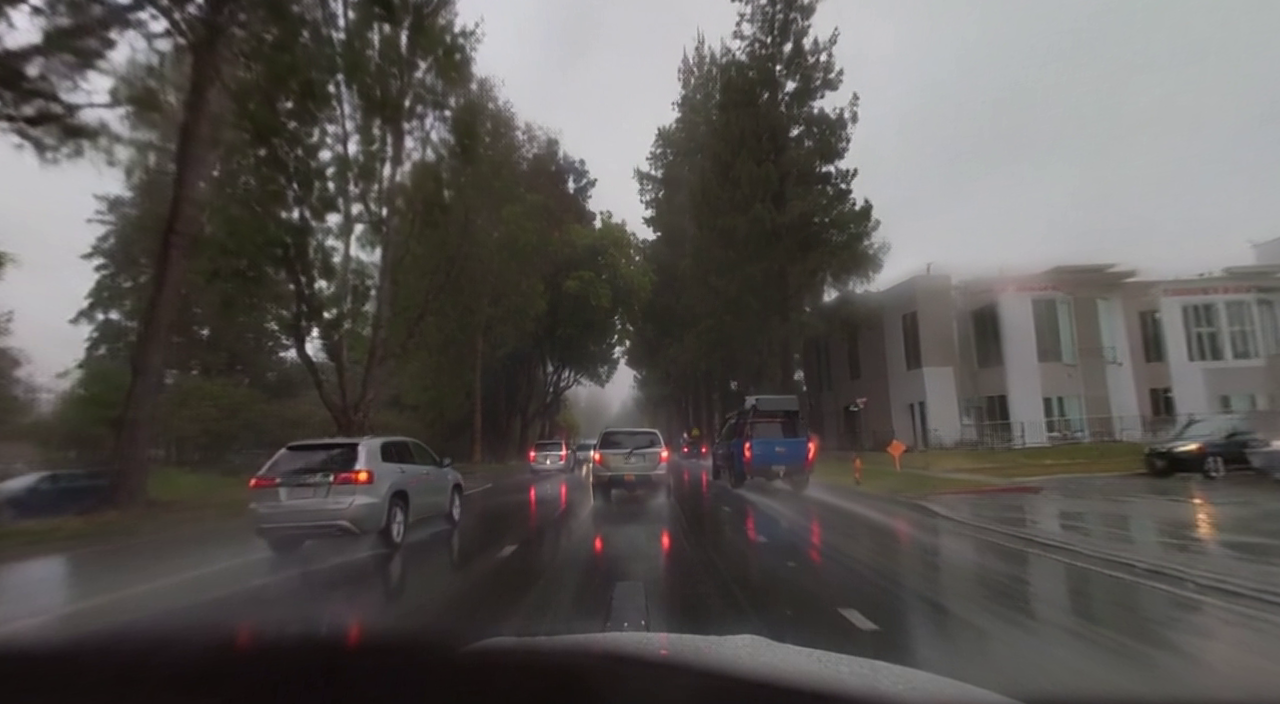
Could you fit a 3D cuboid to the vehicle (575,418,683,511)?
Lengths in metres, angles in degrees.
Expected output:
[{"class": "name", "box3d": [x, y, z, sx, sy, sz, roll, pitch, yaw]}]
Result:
[{"class": "vehicle", "box3d": [-0.181, 2.471, 14.243, 2.075, 1.770, 4.018, 0, -8, 1]}]

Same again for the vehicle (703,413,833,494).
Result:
[{"class": "vehicle", "box3d": [3.581, 3.045, 19.206, 2.655, 2.054, 6.098, 0, -8, 0]}]

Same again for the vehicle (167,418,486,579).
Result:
[{"class": "vehicle", "box3d": [-3.780, 1.840, 8.821, 1.959, 1.614, 4.676, 0, -8, 1]}]

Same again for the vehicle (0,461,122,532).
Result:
[{"class": "vehicle", "box3d": [-14.789, 3.286, 14.390, 2.001, 1.441, 4.488, 0, -8, 2]}]

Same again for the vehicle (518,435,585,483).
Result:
[{"class": "vehicle", "box3d": [-3.261, 4.014, 23.904, 1.894, 1.642, 3.861, 0, -8, 1]}]
